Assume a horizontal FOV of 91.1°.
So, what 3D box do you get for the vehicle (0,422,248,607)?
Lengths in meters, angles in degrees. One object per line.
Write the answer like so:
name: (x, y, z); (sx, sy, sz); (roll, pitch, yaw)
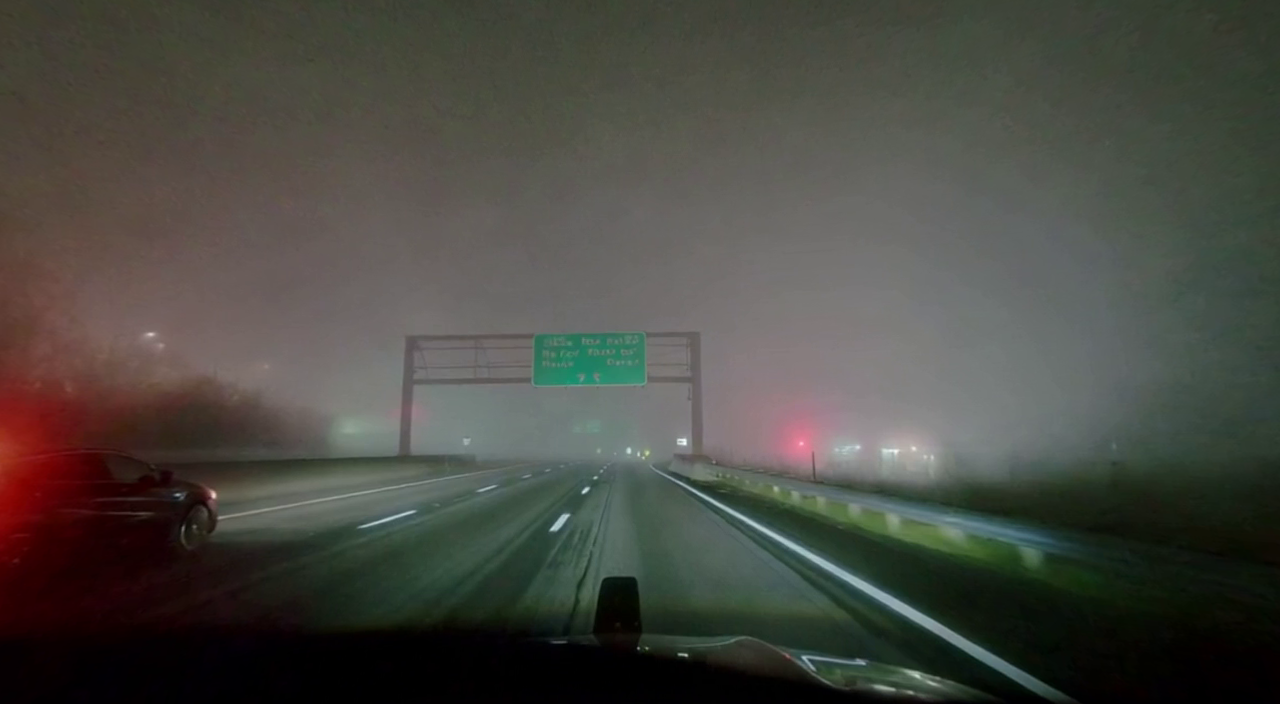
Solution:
vehicle: (-6.553, 1.589, 6.595); (2.034, 1.578, 4.488); (0, -9, -1)
